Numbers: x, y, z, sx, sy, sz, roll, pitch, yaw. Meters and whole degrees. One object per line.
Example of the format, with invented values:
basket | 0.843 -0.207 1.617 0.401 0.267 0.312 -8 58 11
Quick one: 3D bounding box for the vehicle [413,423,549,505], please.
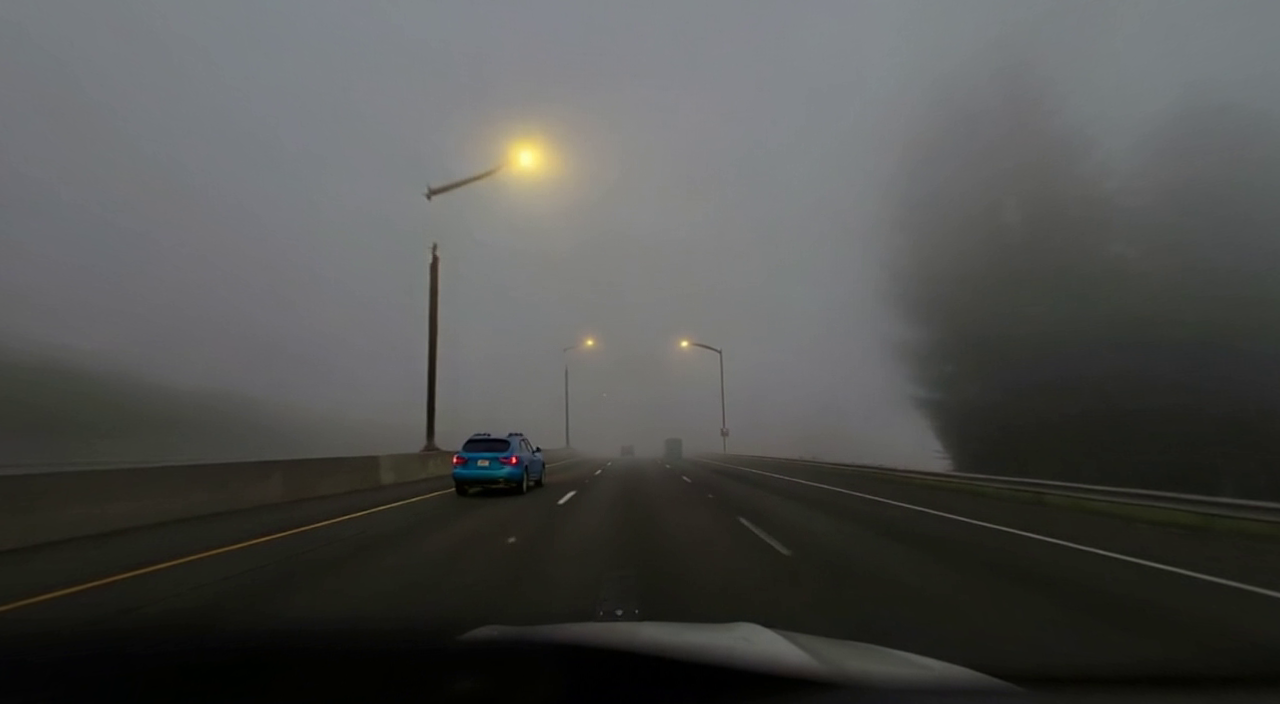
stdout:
vehicle | -3.848 2.851 16.465 2.205 1.773 5.124 0 -8 0
